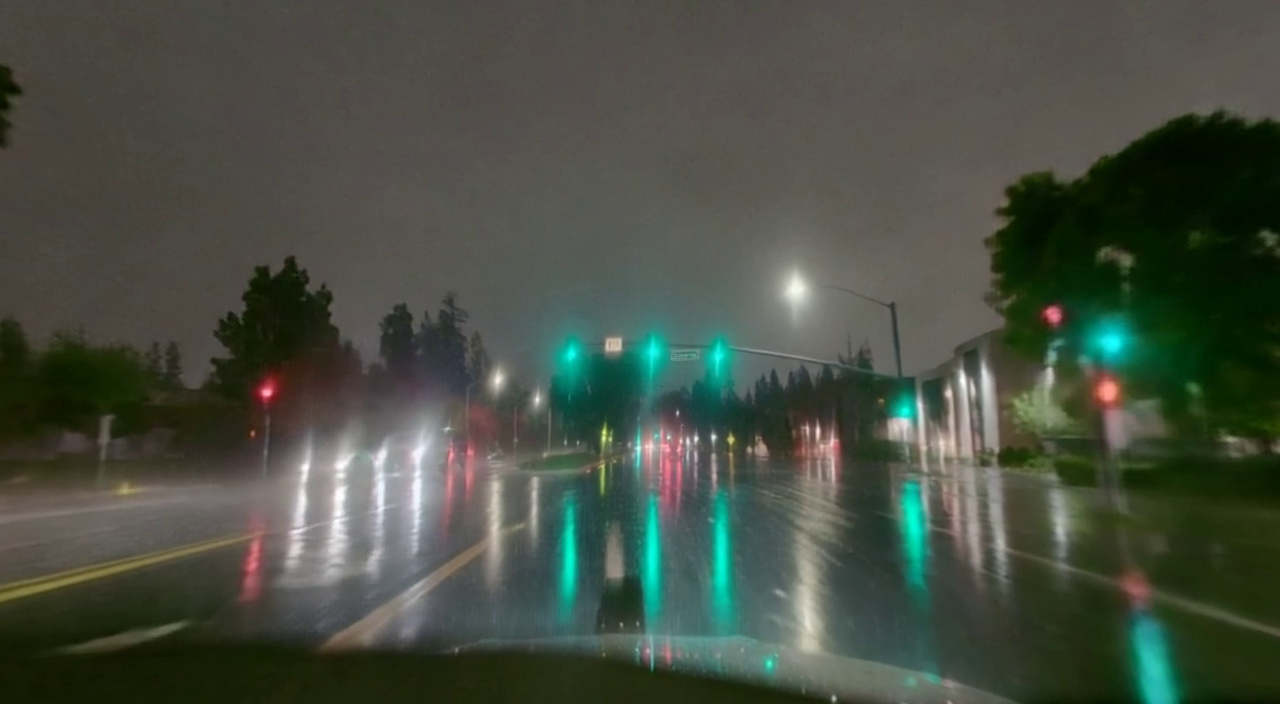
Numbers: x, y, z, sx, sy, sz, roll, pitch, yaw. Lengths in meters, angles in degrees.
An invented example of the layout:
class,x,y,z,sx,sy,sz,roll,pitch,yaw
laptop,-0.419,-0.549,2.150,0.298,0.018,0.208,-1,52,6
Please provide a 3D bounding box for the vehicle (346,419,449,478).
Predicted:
class,x,y,z,sx,sy,sz,roll,pitch,yaw
vehicle,-15.685,6.398,42.007,3.028,3.424,9.908,0,-9,-1

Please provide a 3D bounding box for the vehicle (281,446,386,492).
class,x,y,z,sx,sy,sz,roll,pitch,yaw
vehicle,-12.365,4.720,25.892,2.030,1.702,4.488,0,-9,0
